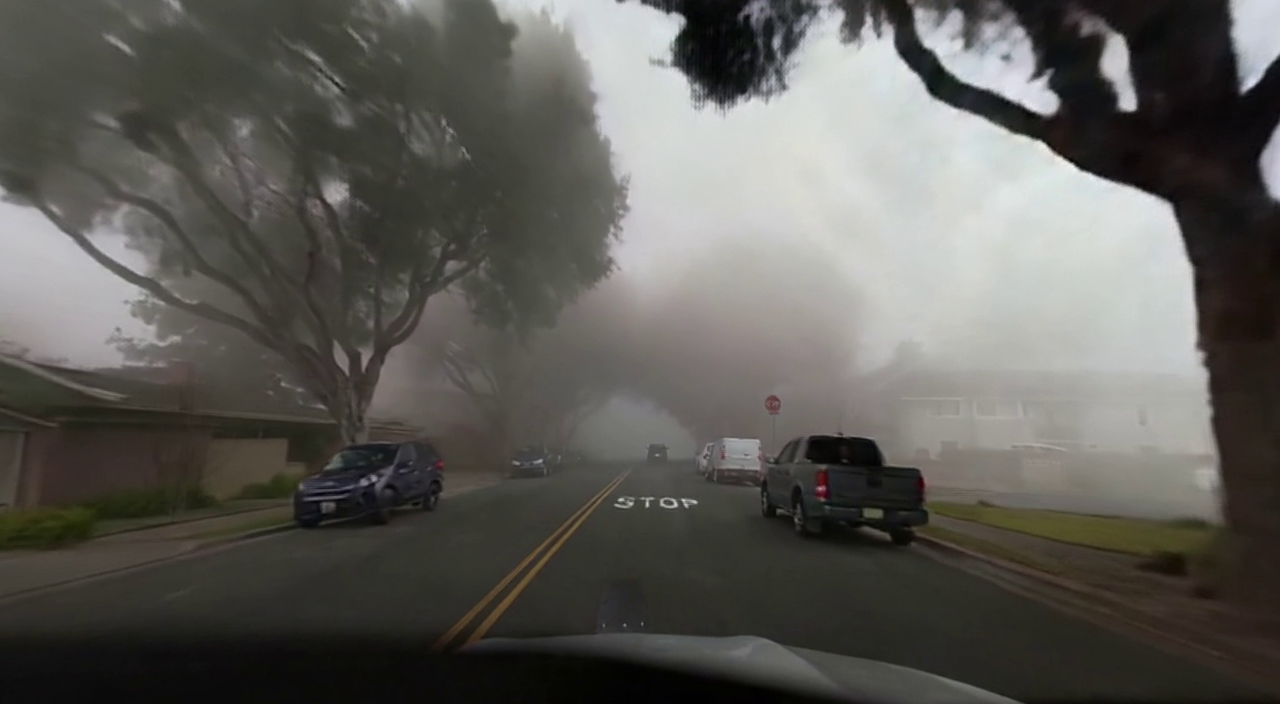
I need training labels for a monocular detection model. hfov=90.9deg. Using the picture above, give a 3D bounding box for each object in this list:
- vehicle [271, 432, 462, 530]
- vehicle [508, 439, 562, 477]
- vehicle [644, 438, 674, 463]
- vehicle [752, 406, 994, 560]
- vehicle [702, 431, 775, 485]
[{"bbox_3d":[-5.495,2.598,13.456,2.007,1.709,4.502,0,-8,0],"label":"vehicle"},{"bbox_3d":[-4.937,5.006,30.186,1.955,1.659,4.324,1,-8,-2],"label":"vehicle"},{"bbox_3d":[1.401,7.290,46.921,2.172,1.722,4.201,0,-8,1],"label":"vehicle"},{"bbox_3d":[3.213,1.906,10.045,2.117,1.807,4.964,0,-8,2],"label":"vehicle"},{"bbox_3d":[3.585,3.962,23.881,1.970,1.801,4.721,0,-8,-1],"label":"vehicle"}]
